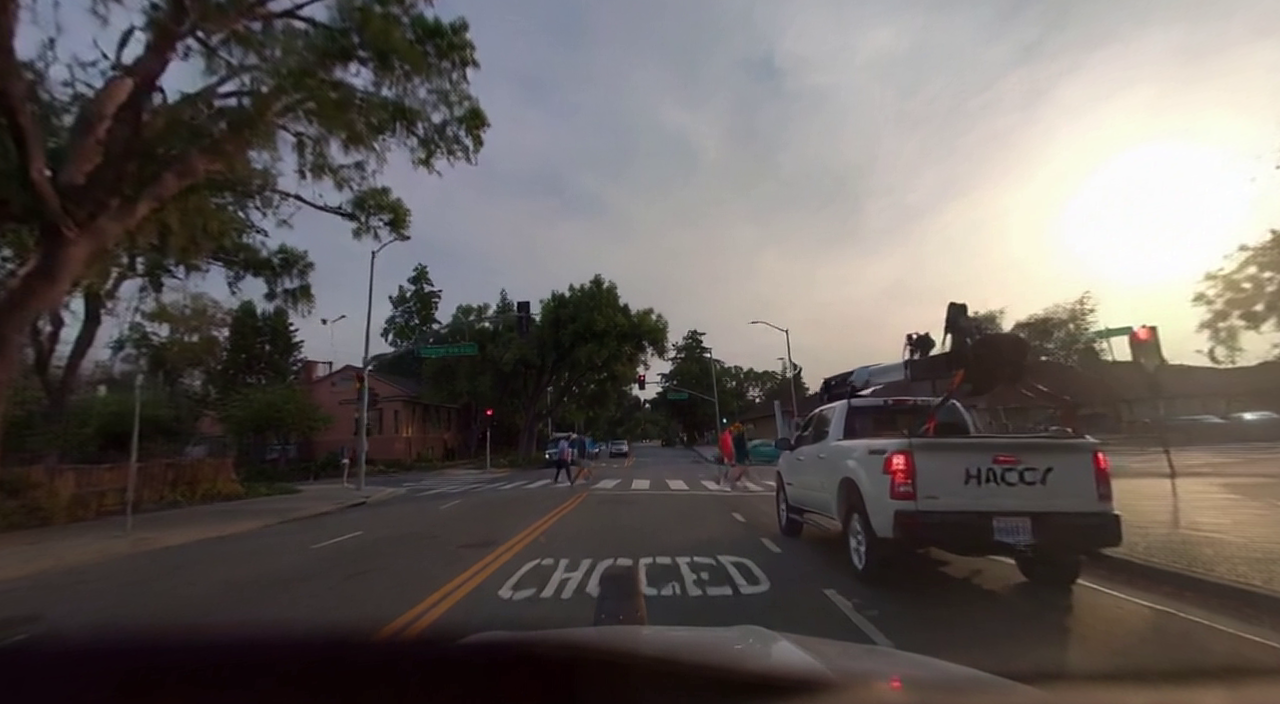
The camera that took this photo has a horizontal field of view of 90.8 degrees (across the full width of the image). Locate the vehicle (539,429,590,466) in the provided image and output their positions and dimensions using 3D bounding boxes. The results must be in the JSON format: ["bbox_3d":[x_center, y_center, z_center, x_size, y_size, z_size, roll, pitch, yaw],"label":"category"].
[{"bbox_3d":[-5.613,7.198,47.976,2.896,2.560,7.322,0,-8,1],"label":"vehicle"}]

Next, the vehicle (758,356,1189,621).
[{"bbox_3d":[3.060,1.429,7.628,2.177,2.015,5.463,0,-8,0],"label":"vehicle"}]
